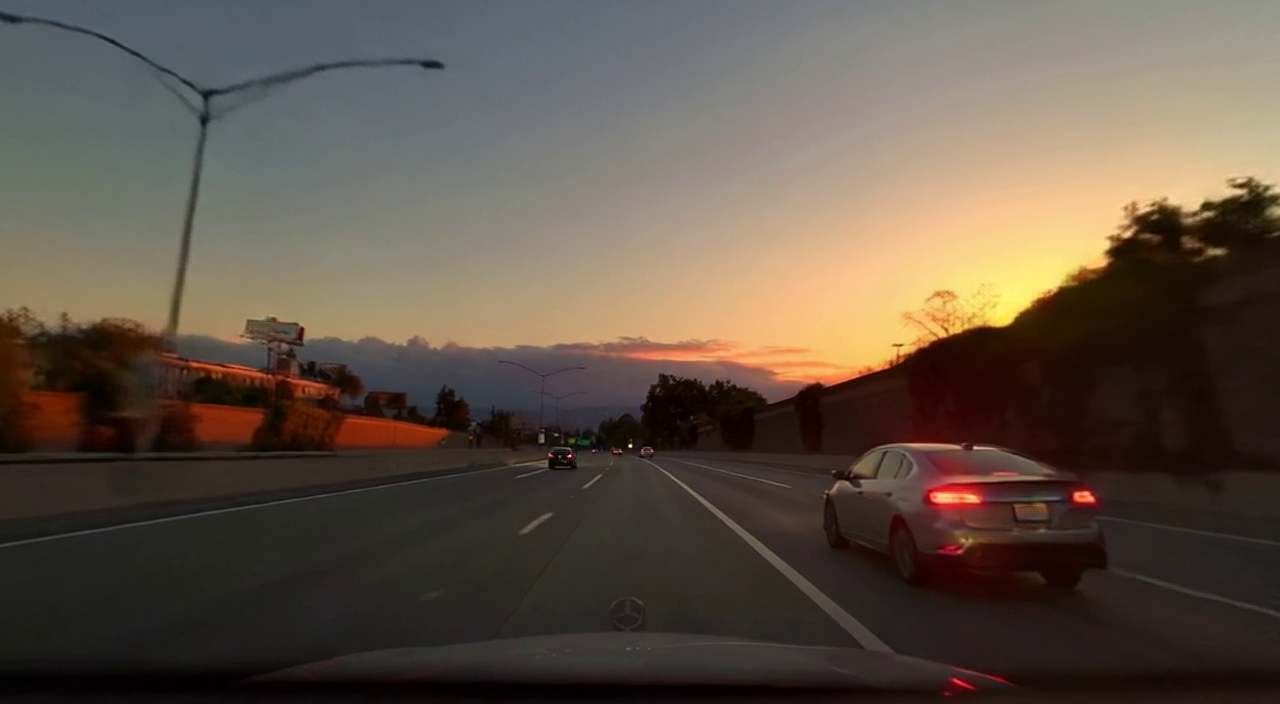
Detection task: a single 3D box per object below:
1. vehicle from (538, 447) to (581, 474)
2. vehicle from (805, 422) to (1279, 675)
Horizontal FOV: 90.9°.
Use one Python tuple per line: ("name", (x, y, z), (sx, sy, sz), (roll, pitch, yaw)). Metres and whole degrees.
("vehicle", (-4.723, 6.377, 37.419), (2.014, 1.481, 4.156), (0, -8, 0))
("vehicle", (3.297, 1.533, 6.215), (2.030, 1.490, 4.737), (0, -8, 0))
